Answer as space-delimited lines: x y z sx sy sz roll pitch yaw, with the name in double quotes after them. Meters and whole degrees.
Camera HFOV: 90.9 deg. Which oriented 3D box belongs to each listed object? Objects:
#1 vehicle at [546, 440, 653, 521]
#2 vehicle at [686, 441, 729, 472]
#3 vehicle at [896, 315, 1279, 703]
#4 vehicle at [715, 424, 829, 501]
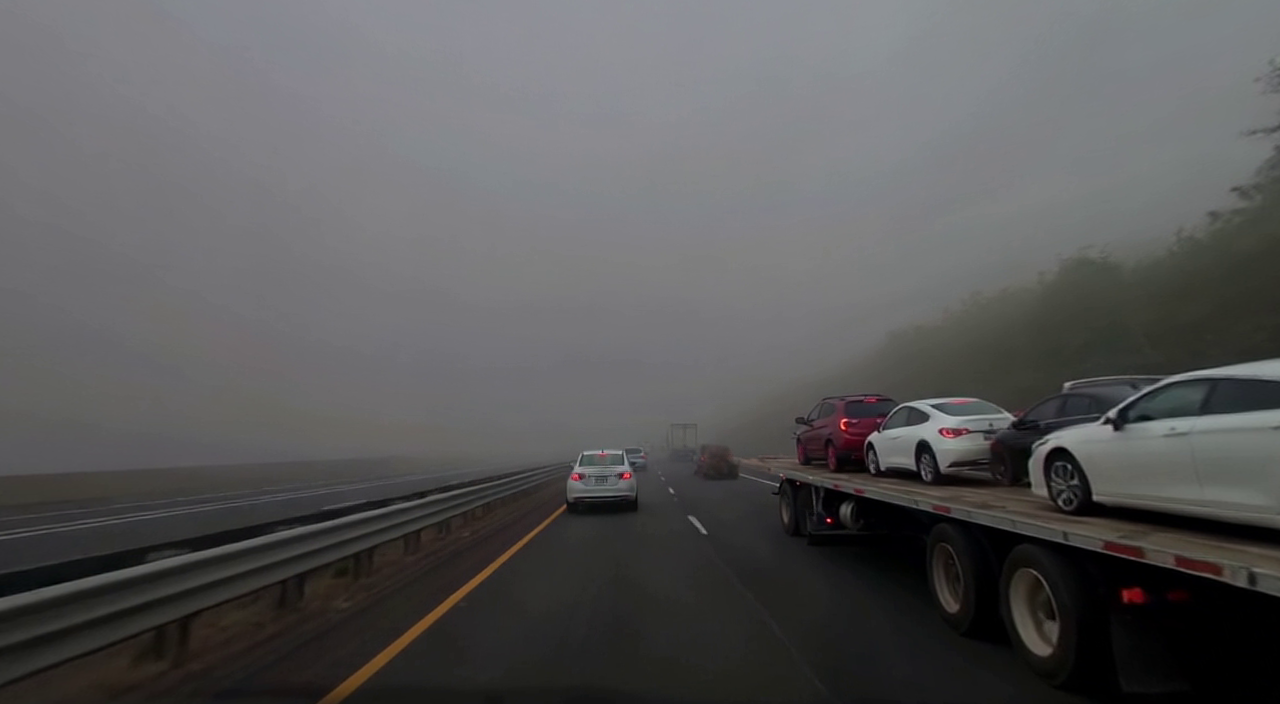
-0.738 2.684 13.588 1.991 1.466 3.675 0 -9 0 "vehicle"
3.795 5.996 36.187 1.938 1.660 4.223 0 -9 -1 "vehicle"
3.457 0.963 3.751 1.959 1.783 4.407 0 -9 0 "vehicle"
3.534 3.078 17.749 2.303 1.889 3.920 0 -9 -1 "vehicle"
